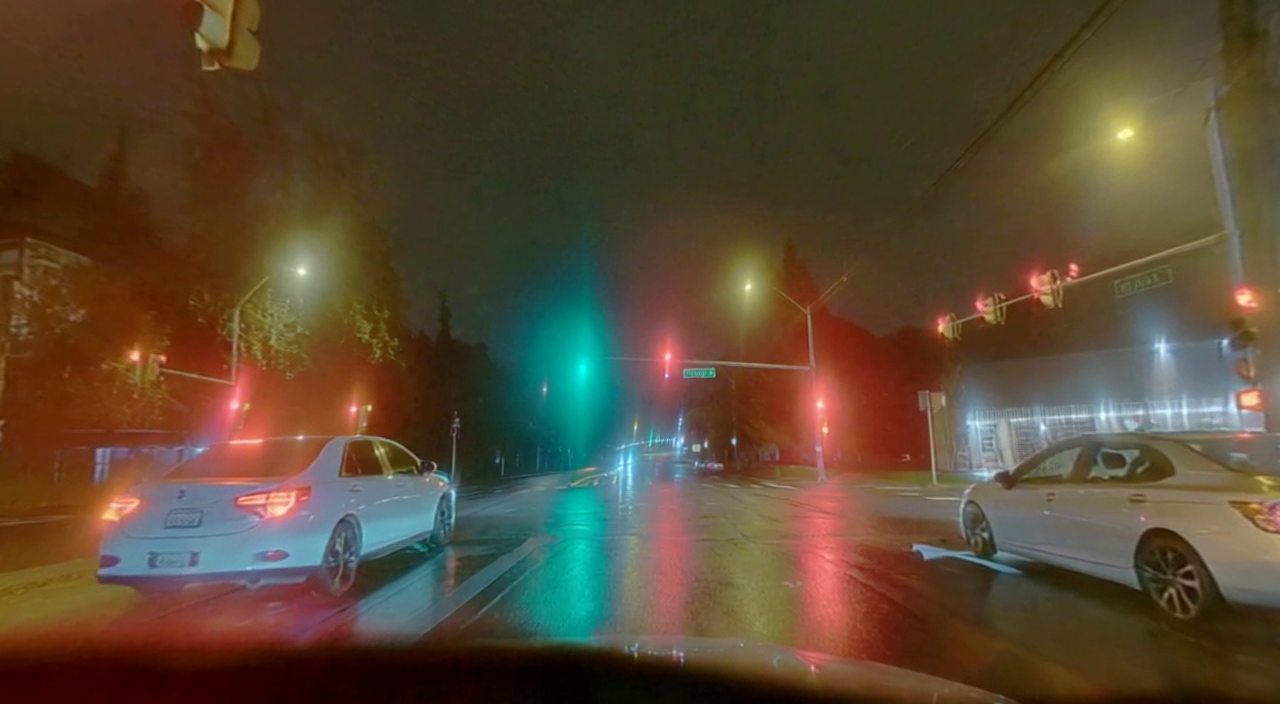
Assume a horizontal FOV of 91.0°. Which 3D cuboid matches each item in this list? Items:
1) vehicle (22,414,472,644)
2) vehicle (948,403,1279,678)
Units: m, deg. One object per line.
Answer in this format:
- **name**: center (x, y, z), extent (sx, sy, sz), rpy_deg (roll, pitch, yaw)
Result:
- **vehicle**: center (-3.404, 1.587, 6.705), extent (1.947, 1.627, 4.248), rpy_deg (0, -9, 1)
- **vehicle**: center (4.937, 1.433, 5.692), extent (2.039, 1.655, 4.495), rpy_deg (0, -9, 1)
